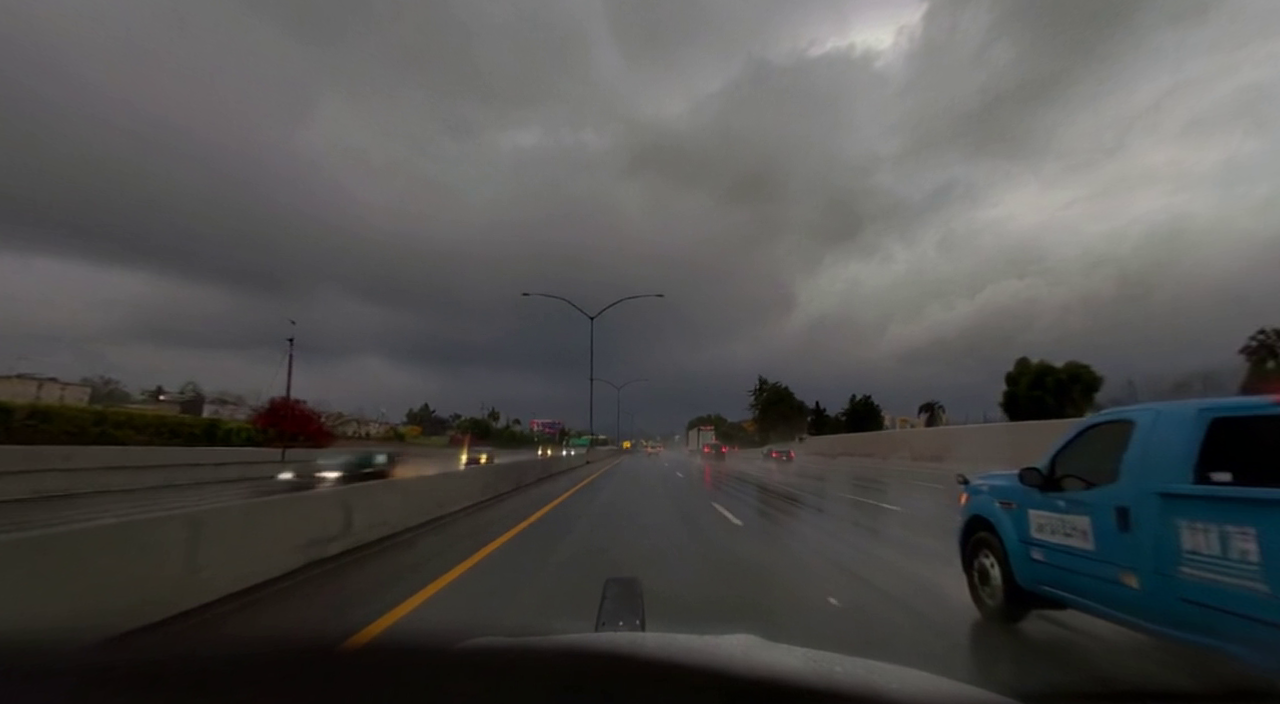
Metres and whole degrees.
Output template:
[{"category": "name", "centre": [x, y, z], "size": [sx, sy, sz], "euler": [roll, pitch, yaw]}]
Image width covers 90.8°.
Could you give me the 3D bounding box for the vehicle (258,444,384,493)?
[{"category": "vehicle", "centre": [-10.944, 4.002, 22.125], "size": [1.975, 1.527, 4.580], "euler": [0, -9, 1]}]

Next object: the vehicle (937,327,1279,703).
[{"category": "vehicle", "centre": [3.231, 0.814, 2.450], "size": [1.973, 1.710, 4.476], "euler": [0, -9, 0]}]
